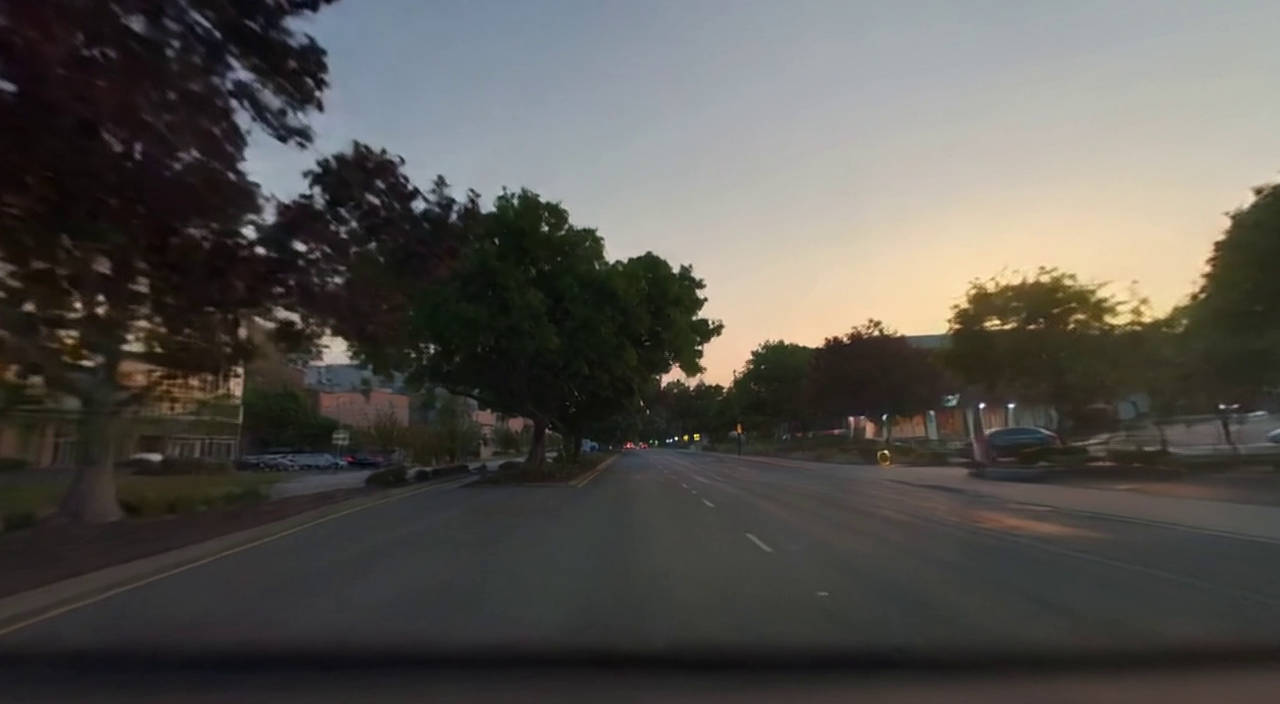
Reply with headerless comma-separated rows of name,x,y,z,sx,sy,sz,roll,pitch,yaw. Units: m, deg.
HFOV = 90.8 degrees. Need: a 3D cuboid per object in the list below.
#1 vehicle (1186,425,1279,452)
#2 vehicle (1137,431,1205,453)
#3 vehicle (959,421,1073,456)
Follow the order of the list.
vehicle,34.248,5.004,36.385,4.002,1.471,1.720,0,-9,-3
vehicle,39.858,6.775,47.468,3.517,1.432,1.583,-4,-8,0
vehicle,20.009,4.621,33.773,4.656,1.752,2.309,0,-9,-4
